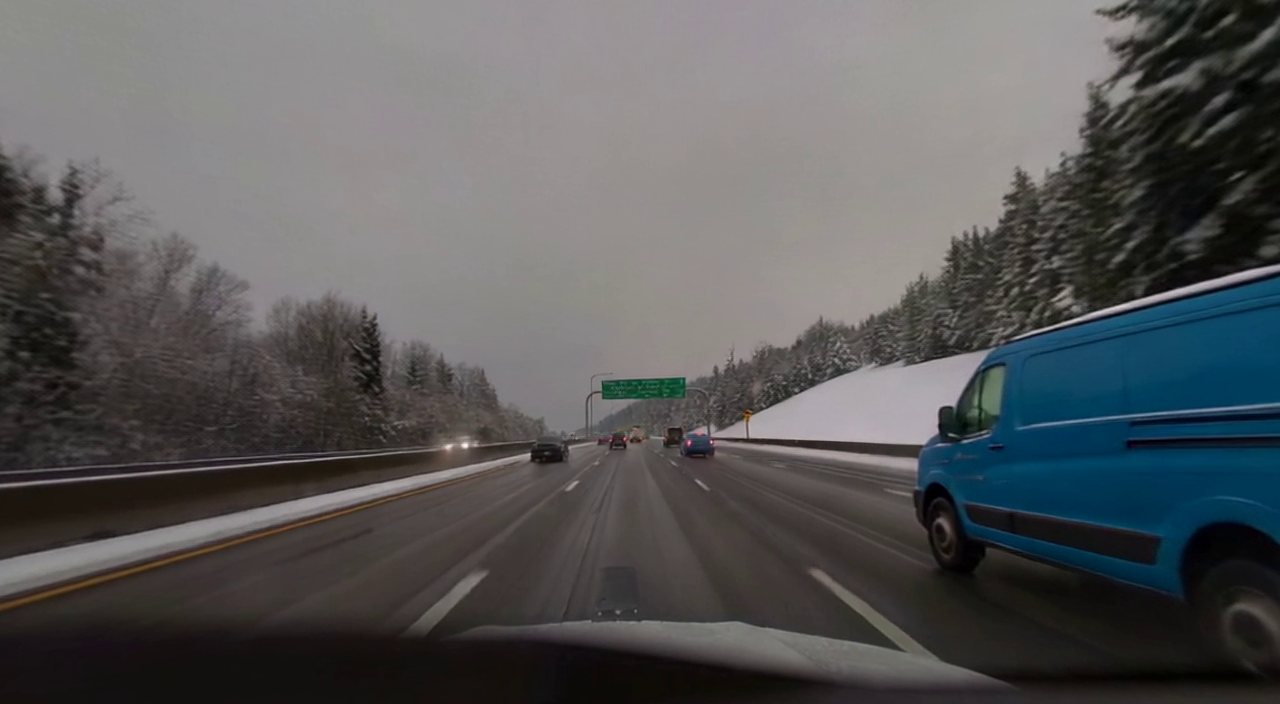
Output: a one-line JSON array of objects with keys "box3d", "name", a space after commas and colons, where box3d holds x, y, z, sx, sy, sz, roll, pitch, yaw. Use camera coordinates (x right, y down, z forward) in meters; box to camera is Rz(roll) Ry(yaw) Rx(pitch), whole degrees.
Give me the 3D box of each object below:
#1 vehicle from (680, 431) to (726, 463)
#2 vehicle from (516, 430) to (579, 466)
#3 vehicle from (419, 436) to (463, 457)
[{"box3d": [3.052, 4.669, 31.174, 1.806, 1.469, 3.681, 0, -8, -2], "name": "vehicle"}, {"box3d": [-4.024, 4.250, 28.144, 2.204, 1.486, 4.121, 0, -8, 0], "name": "vehicle"}, {"box3d": [-14.860, 7.059, 47.278, 2.025, 1.457, 4.147, 0, -8, -2], "name": "vehicle"}]
